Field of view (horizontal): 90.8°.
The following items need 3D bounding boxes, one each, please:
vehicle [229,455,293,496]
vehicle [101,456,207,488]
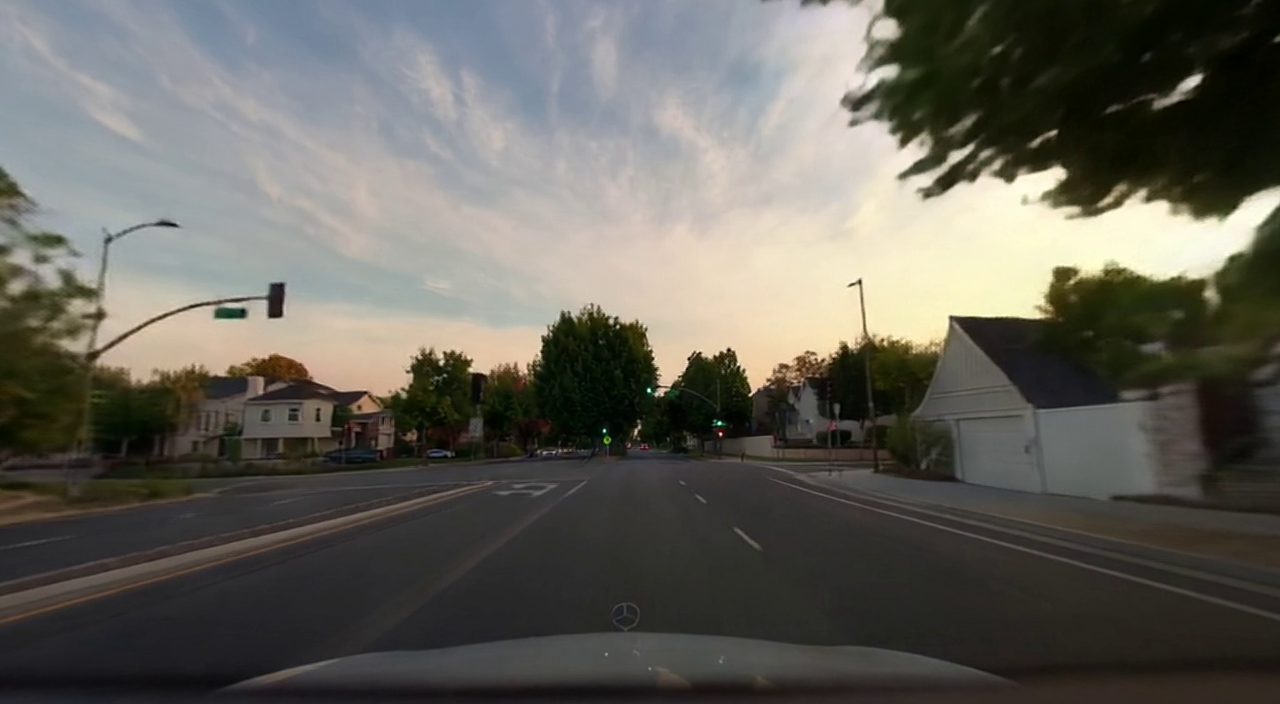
[{"bbox_3d":[-16.084,5.225,27.043,2.018,1.500,4.433,4,-10,-27],"label":"vehicle"},{"bbox_3d":[-27.589,6.798,35.921,4.676,1.704,2.031,-2,-9,10],"label":"vehicle"}]
